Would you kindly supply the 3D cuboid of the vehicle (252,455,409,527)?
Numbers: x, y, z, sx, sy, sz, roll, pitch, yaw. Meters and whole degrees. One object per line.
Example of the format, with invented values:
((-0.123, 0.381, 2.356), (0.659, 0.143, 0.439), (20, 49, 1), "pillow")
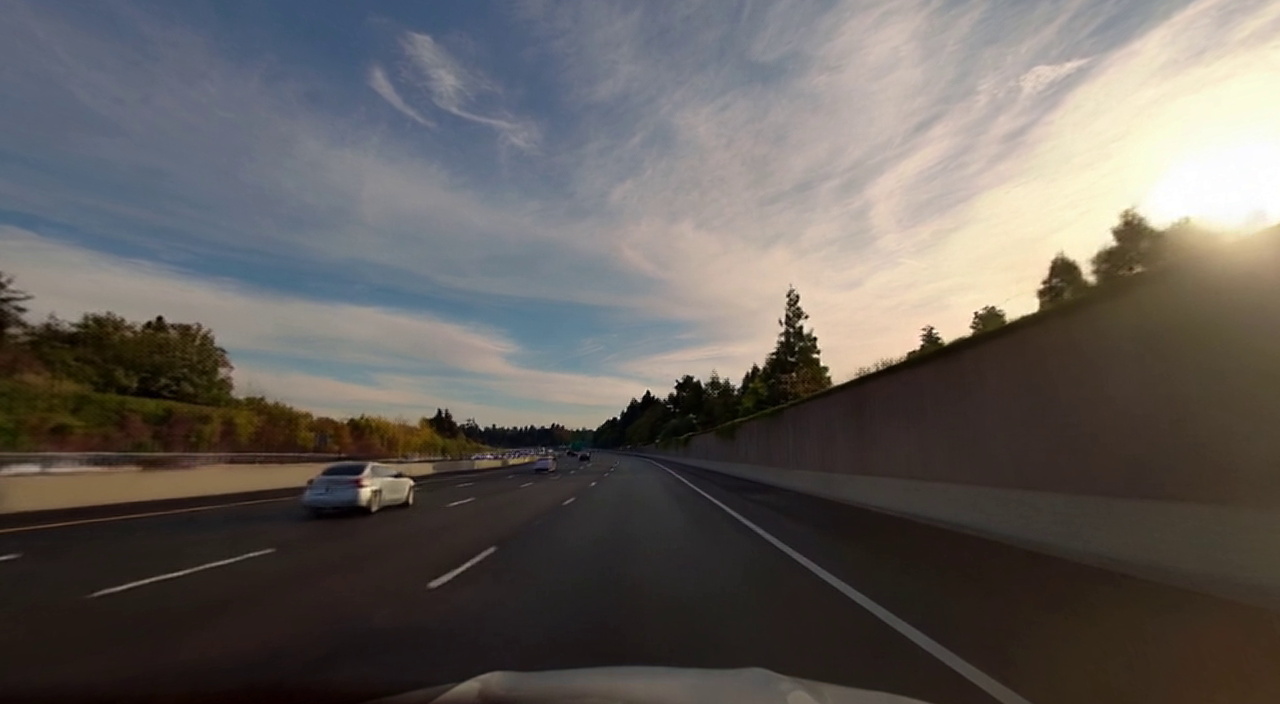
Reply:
((-7.102, 3.191, 14.948), (1.782, 1.441, 3.751), (0, -9, 1), "vehicle")
